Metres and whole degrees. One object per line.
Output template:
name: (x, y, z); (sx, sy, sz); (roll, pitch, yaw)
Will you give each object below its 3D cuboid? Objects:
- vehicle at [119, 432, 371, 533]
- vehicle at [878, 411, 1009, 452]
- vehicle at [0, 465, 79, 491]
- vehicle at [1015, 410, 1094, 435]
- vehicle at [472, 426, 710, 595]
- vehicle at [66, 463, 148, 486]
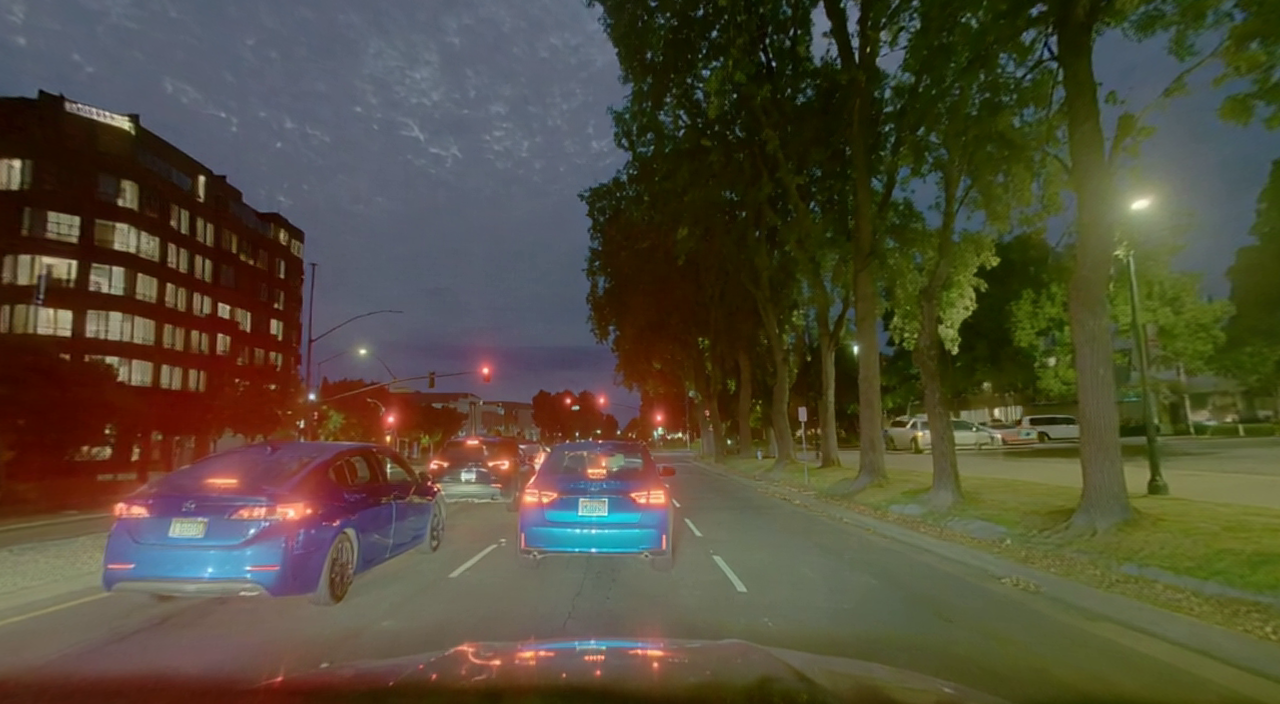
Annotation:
vehicle: (-7.271, 2.427, 12.336); (2.096, 1.593, 4.288); (0, -9, 0)
vehicle: (13.929, 3.690, 29.216); (4.975, 1.809, 1.956); (0, -9, 1)
vehicle: (-36.640, 7.544, 37.947); (4.093, 1.440, 1.804); (0, -9, -1)
vehicle: (30.332, 5.227, 46.403); (4.627, 1.671, 1.929); (-5, -10, 29)
vehicle: (-0.419, 1.704, 7.628); (2.104, 1.472, 3.946); (0, -9, 0)
vehicle: (-36.456, 8.375, 43.273); (3.918, 1.423, 1.861); (-1, -9, 2)
